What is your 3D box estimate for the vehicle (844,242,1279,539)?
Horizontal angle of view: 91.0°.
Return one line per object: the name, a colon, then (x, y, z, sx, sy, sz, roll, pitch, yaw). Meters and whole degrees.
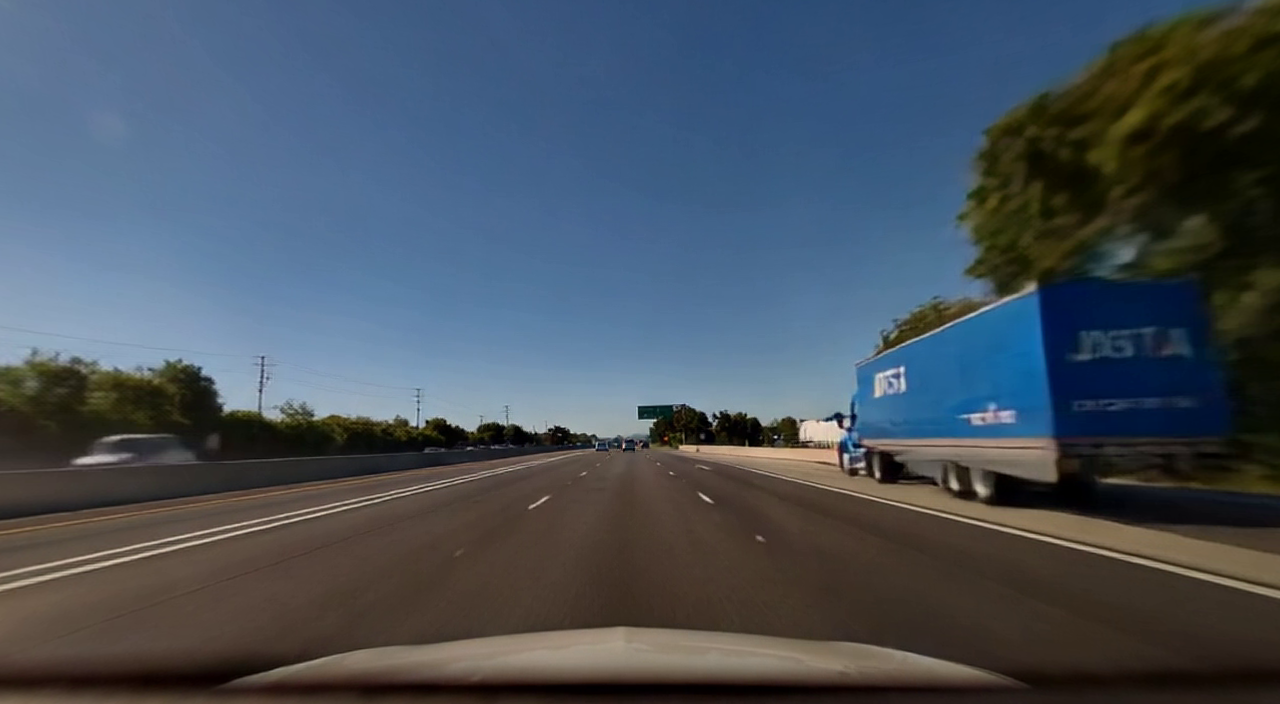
vehicle: (9.138, 1.665, 16.887, 3.469, 3.986, 17.065, -1, -8, 6)
